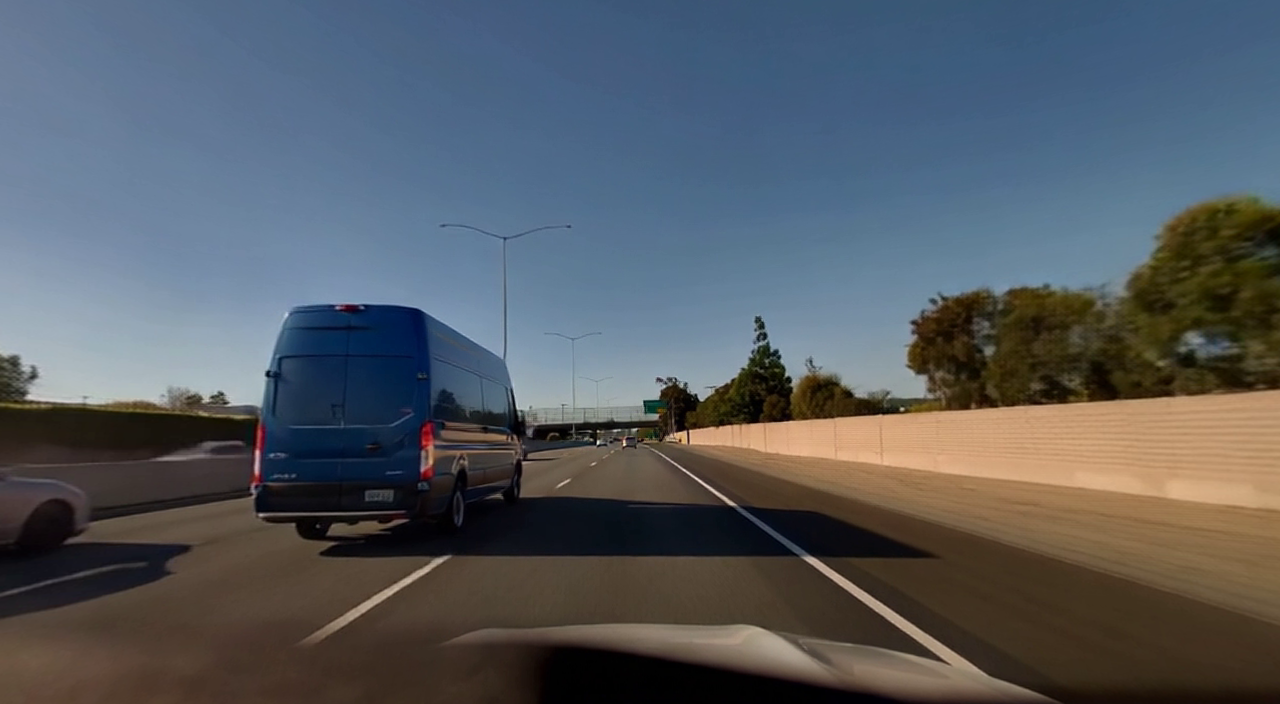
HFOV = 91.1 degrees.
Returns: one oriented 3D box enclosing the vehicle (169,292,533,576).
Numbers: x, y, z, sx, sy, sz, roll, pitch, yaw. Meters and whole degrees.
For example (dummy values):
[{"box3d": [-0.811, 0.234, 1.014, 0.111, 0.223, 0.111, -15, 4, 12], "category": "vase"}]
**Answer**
[{"box3d": [-3.432, 1.258, 9.880, 2.428, 2.782, 7.330, 0, -8, -2], "category": "vehicle"}]
